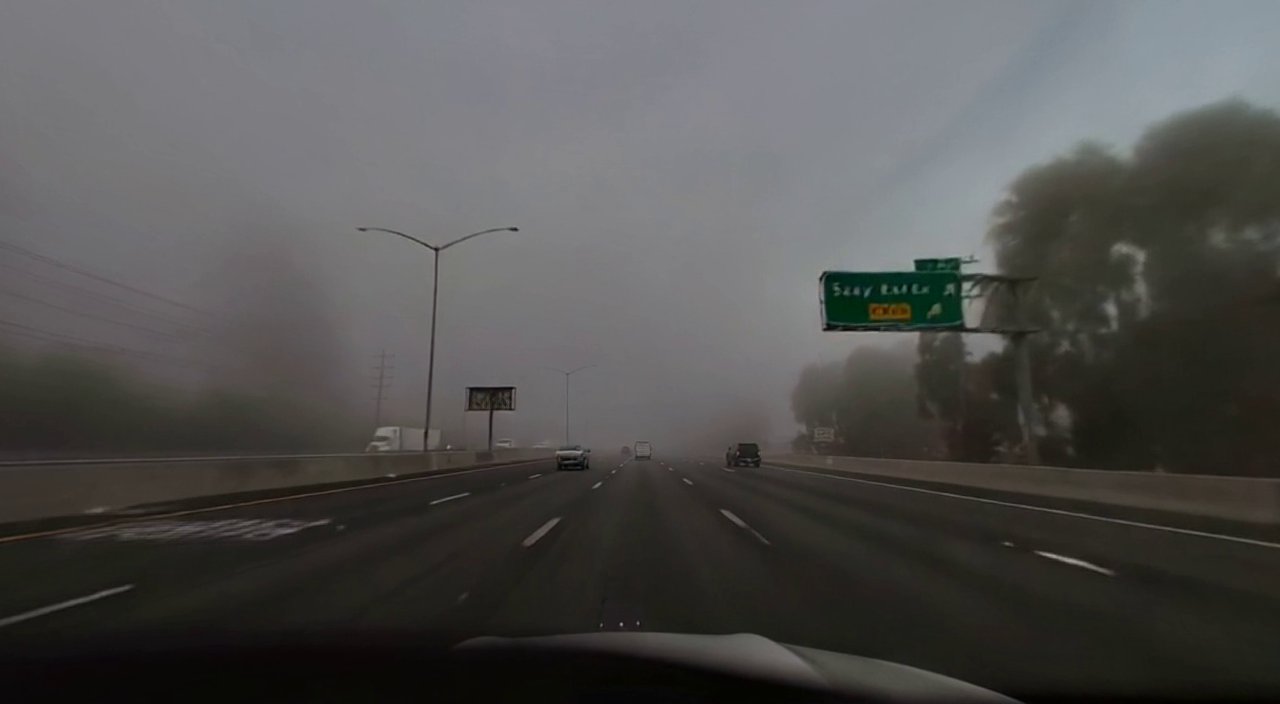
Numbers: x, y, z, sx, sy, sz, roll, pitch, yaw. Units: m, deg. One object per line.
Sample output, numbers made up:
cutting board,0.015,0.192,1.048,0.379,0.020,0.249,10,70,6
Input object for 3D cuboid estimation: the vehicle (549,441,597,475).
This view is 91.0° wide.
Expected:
vehicle,-3.394,5.486,32.859,2.000,1.658,4.155,0,-9,1

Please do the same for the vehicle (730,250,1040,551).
vehicle,3.734,1.122,12.060,3.042,4.037,7.253,0,-9,1
